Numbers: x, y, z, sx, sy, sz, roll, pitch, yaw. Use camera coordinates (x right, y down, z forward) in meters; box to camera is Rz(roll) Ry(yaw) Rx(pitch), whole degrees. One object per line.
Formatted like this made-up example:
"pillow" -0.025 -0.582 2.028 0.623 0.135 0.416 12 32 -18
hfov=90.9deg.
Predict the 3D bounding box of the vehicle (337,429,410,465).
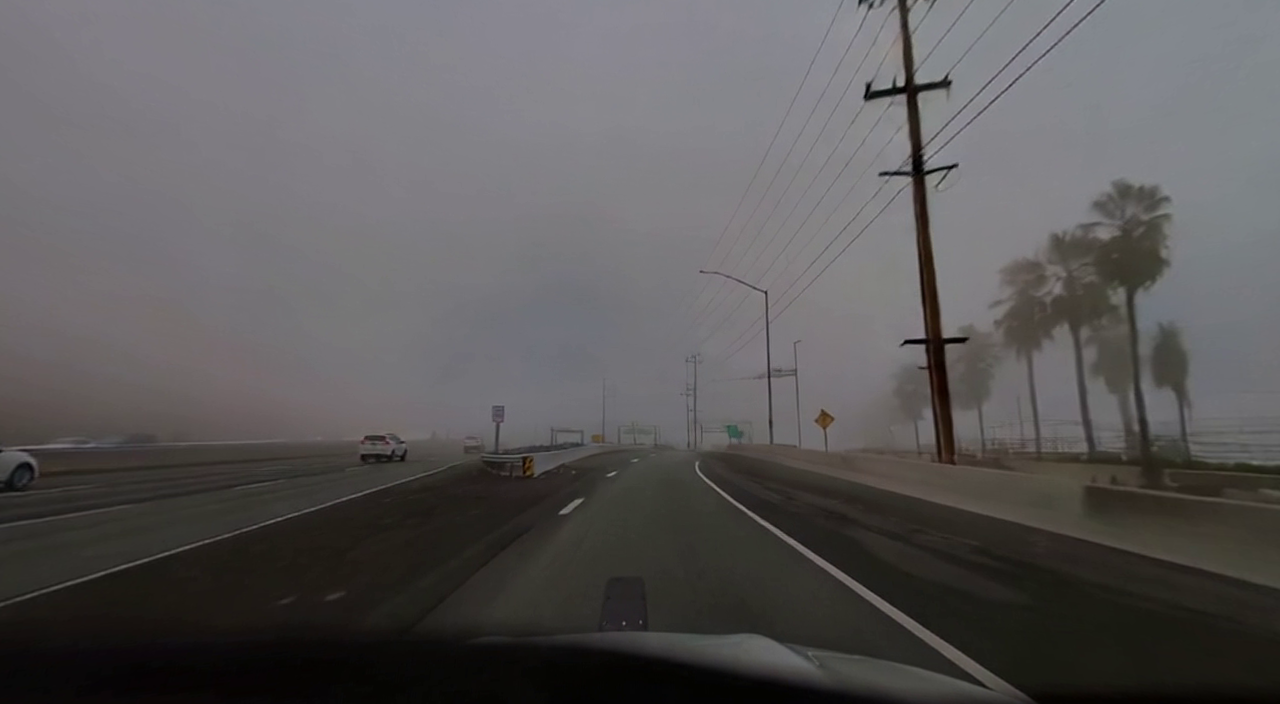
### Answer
"vehicle" -12.762 4.595 30.526 2.029 1.609 3.935 1 -8 -4
